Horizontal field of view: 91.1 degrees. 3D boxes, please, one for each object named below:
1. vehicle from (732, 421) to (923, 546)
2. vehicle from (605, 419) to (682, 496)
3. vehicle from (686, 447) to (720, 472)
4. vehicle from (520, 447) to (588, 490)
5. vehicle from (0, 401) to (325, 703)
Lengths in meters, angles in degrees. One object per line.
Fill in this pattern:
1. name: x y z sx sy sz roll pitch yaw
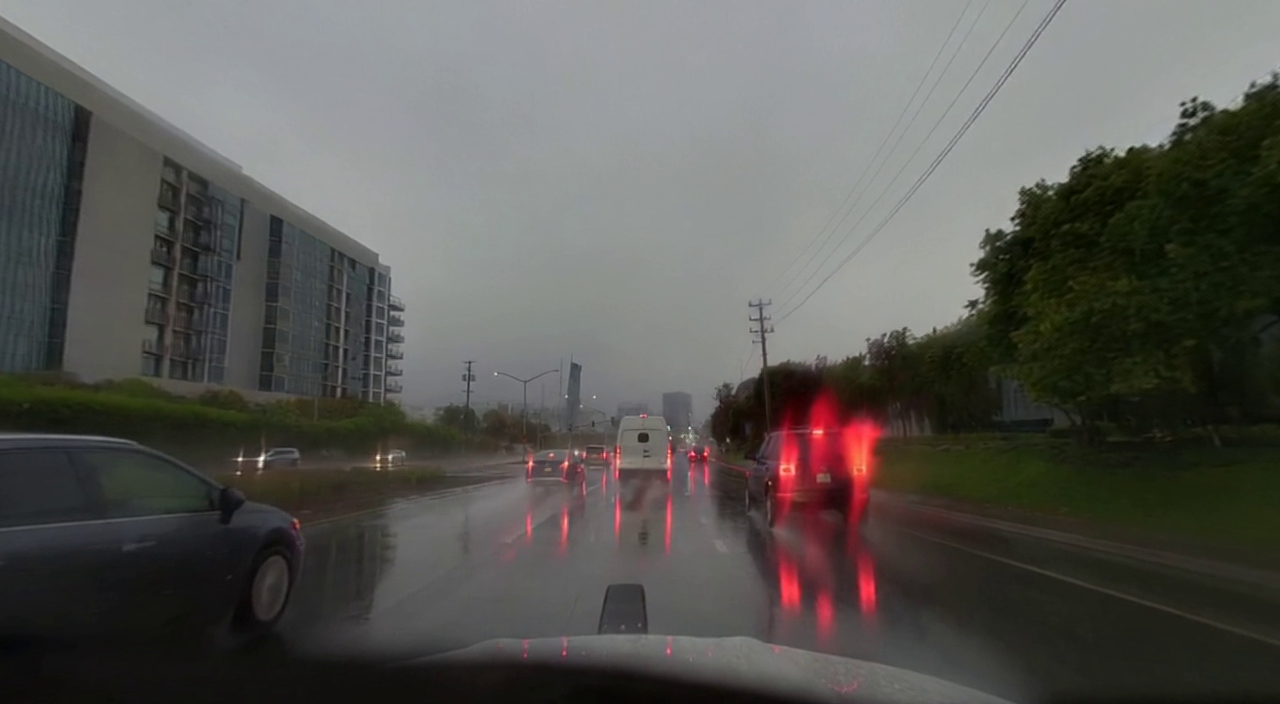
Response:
1. vehicle: 3.246 2.384 12.058 2.283 1.923 4.427 0 -8 0
2. vehicle: 0.258 3.816 23.037 2.457 2.440 5.486 0 -8 3
3. vehicle: 4.450 7.582 44.605 2.092 1.696 4.218 0 -8 2
4. vehicle: -3.360 4.646 25.416 1.984 1.567 4.311 0 -8 2
5. vehicle: -3.604 1.129 3.245 1.934 1.643 3.718 0 -8 1
